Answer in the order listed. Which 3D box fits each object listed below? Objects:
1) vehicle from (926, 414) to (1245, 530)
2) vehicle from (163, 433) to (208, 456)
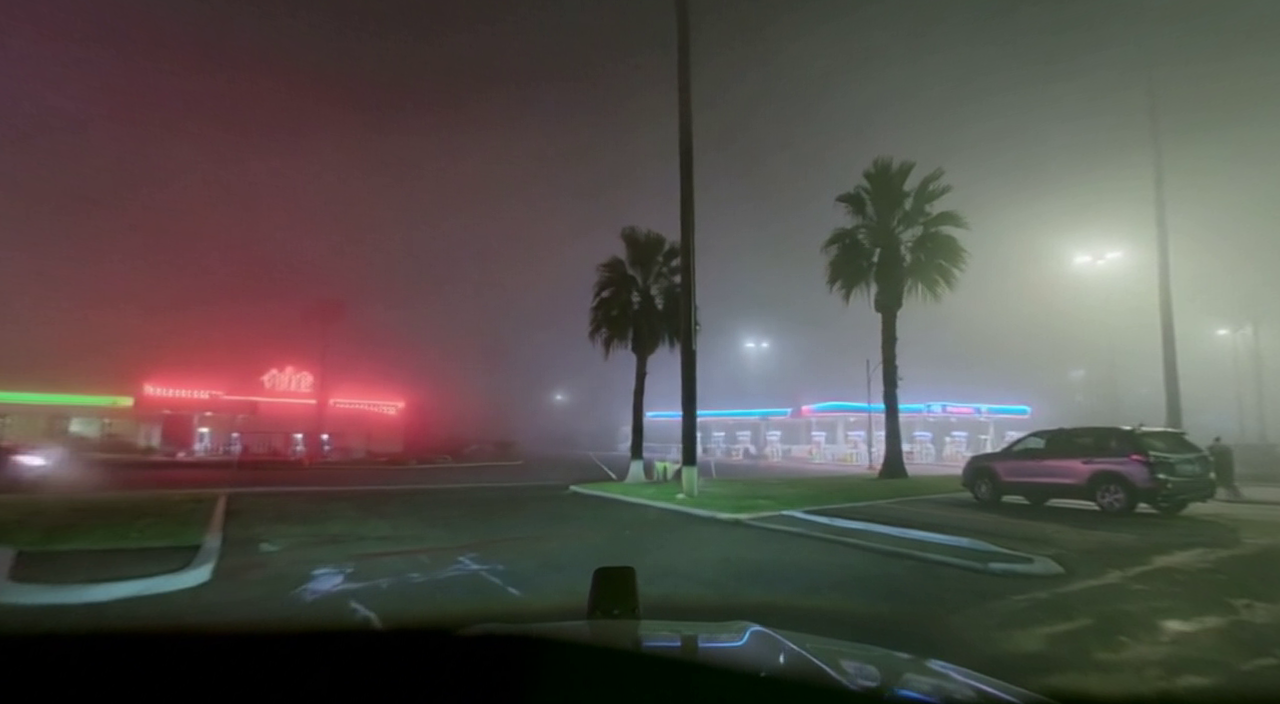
[{"bbox_3d":[8.631,2.318,12.801,2.028,1.850,4.731,5,-10,-31],"label":"vehicle"},{"bbox_3d":[-30.501,6.232,42.508,1.901,1.463,3.948,5,-10,-29],"label":"vehicle"}]
